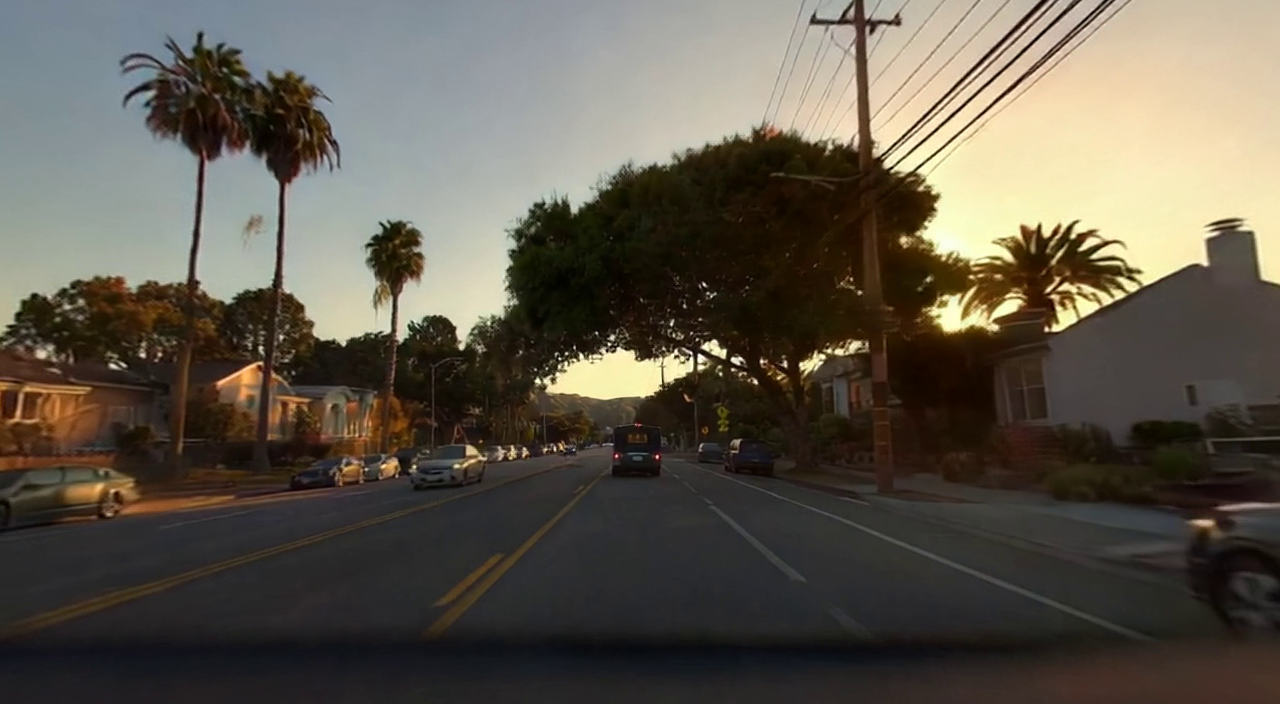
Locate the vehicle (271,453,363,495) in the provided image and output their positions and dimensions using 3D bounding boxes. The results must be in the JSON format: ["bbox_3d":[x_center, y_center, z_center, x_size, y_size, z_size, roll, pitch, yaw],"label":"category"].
[{"bbox_3d":[-13.143,4.956,25.938,1.841,1.356,3.938,-4,-8,-2],"label":"vehicle"}]

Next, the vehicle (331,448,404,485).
[{"bbox_3d":[-13.653,5.724,31.898,1.979,1.509,4.763,-3,-7,-5],"label":"vehicle"}]

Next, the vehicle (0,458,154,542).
[{"bbox_3d":[-12.839,3.057,13.108,2.004,1.441,4.572,-3,-8,-3],"label":"vehicle"}]

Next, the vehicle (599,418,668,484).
[{"bbox_3d":[-0.346,3.451,22.147,2.168,2.040,4.527,0,-8,-4],"label":"vehicle"}]

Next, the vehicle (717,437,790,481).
[{"bbox_3d":[4.260,4.075,24.351,1.946,1.530,4.240,0,-8,-1],"label":"vehicle"}]

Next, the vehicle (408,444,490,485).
[{"bbox_3d":[-7.254,4.295,24.449,1.844,1.453,4.414,0,-8,-1],"label":"vehicle"}]

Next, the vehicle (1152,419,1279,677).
[{"bbox_3d":[4.684,0.926,2.295,2.022,1.456,4.246,0,-8,-1],"label":"vehicle"}]
